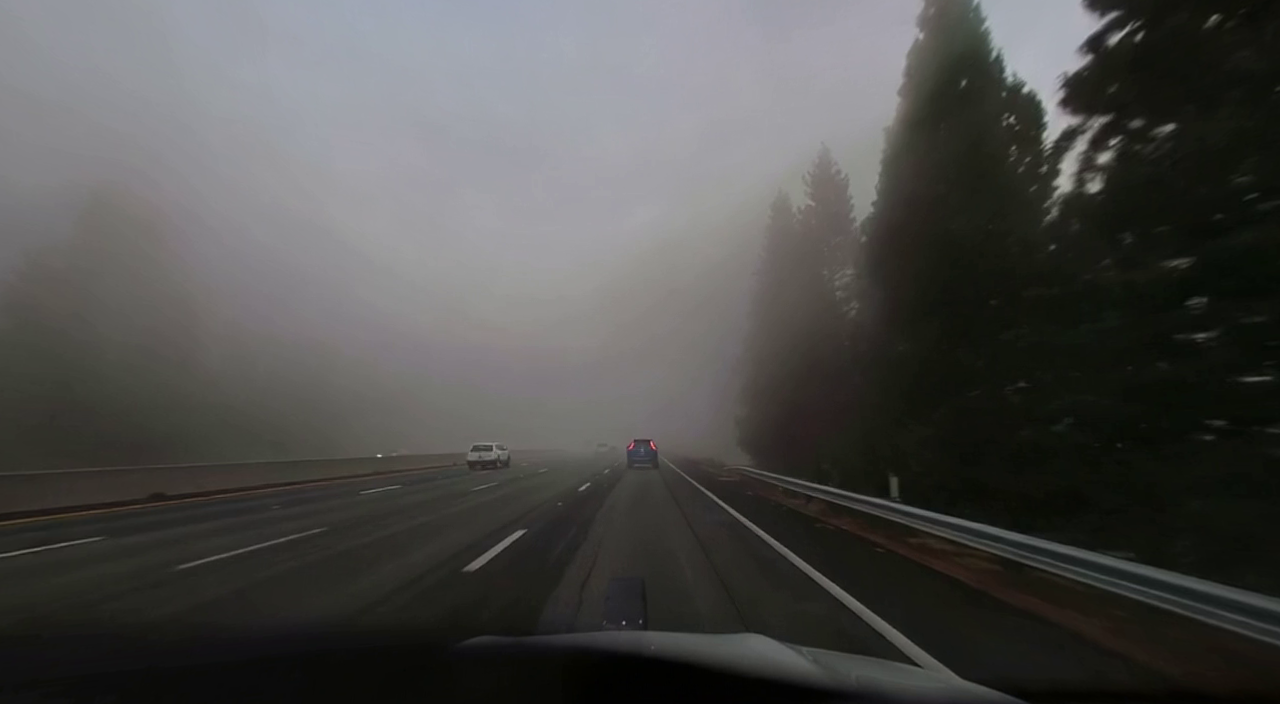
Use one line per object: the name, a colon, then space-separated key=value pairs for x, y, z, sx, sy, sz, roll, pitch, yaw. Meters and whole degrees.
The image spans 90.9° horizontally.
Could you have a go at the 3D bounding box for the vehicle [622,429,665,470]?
vehicle: x=0.186 y=5.583 z=36.160 sx=2.318 sy=2.145 sz=4.561 roll=0 pitch=-8 yaw=0

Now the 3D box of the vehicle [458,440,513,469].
vehicle: x=-9.860 y=6.573 z=40.728 sx=2.204 sy=1.770 sz=5.016 roll=0 pitch=-8 yaw=1
